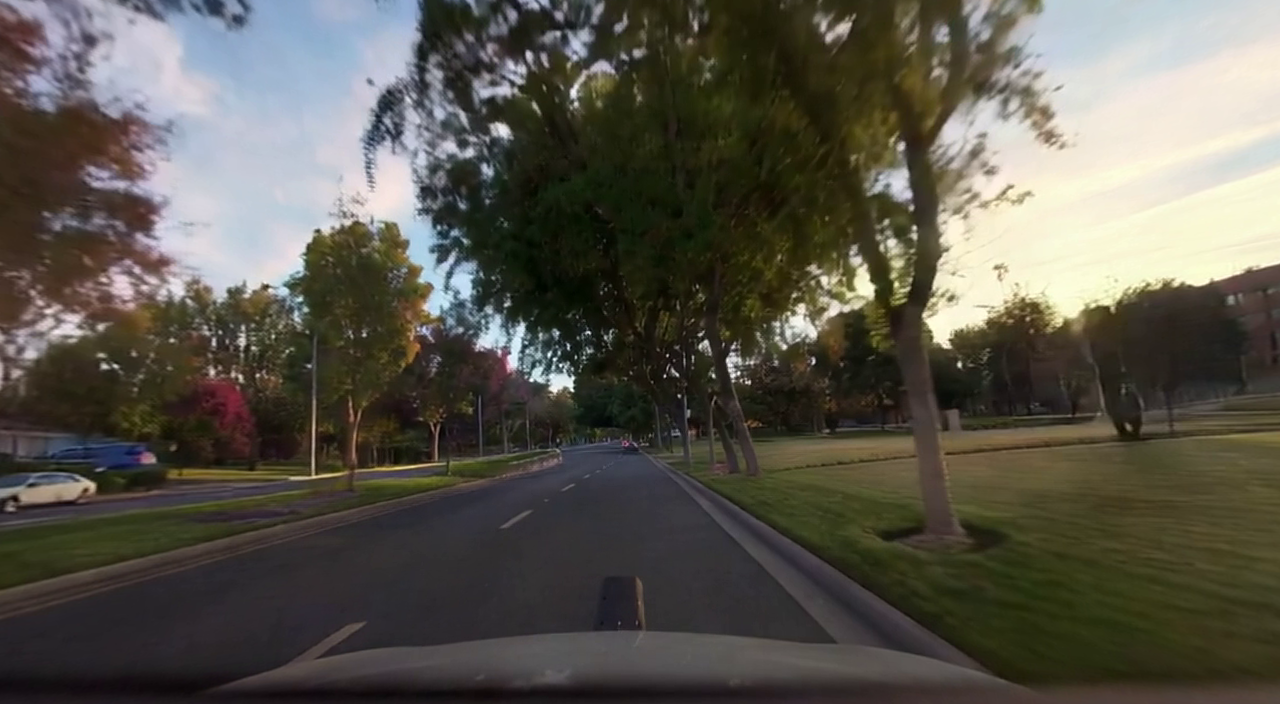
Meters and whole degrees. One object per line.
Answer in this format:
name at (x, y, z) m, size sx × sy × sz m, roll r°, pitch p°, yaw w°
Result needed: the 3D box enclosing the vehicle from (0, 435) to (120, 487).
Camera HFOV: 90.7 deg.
vehicle at (-24.679, 4.373, 25.524) m, size 5.409 × 1.967 × 2.123 m, roll 0°, pitch -8°, yaw -1°
